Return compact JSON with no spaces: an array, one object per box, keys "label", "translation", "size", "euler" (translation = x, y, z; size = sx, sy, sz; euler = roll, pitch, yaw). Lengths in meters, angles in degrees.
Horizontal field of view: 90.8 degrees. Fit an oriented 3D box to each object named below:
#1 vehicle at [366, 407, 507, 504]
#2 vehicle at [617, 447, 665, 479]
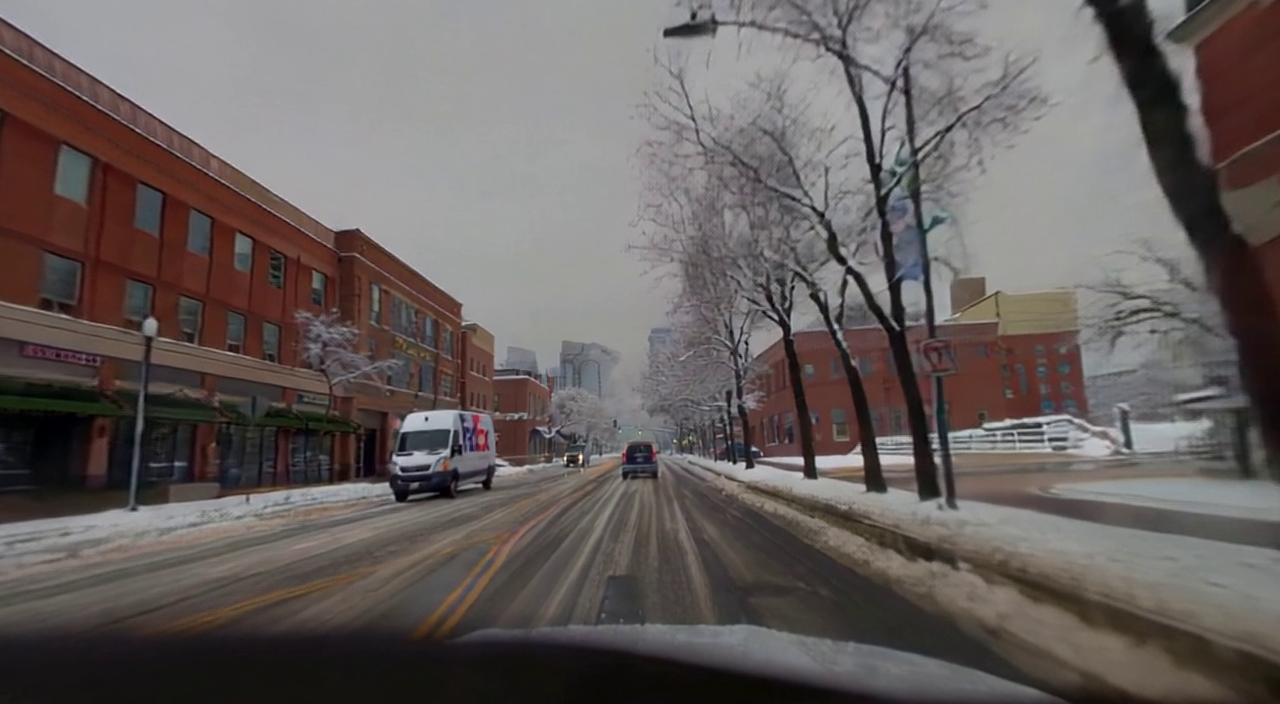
[{"label":"vehicle","translation":[-7.240,3.847,23.765],"size":[2.754,3.065,7.103],"euler":[0,-9,1]},{"label":"vehicle","translation":[0.106,5.871,33.682],"size":[2.356,1.572,4.810],"euler":[0,-9,1]}]
